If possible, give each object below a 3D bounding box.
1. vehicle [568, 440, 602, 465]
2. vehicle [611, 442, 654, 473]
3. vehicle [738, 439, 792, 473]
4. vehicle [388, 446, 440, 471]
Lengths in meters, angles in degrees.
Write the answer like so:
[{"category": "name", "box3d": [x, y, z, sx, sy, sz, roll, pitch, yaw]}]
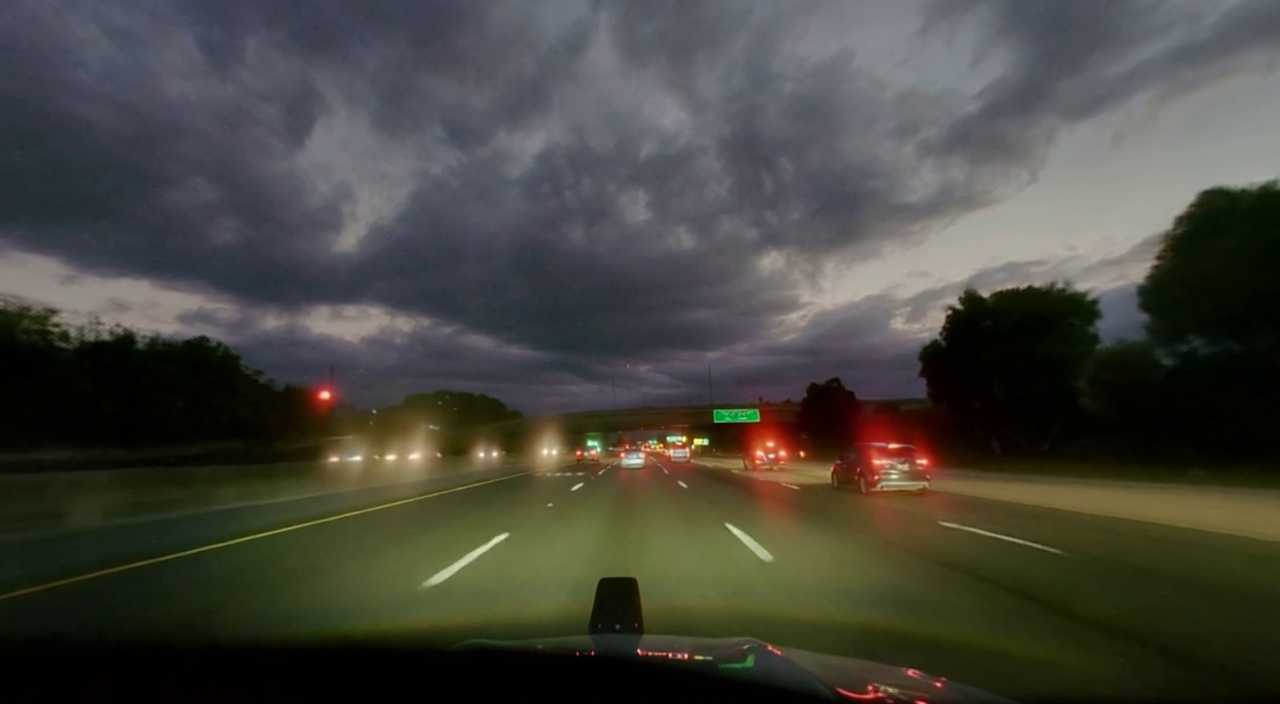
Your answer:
[{"category": "vehicle", "box3d": [-4.094, 7.578, 47.642, 2.113, 1.756, 4.471, 0, -9, 0]}, {"category": "vehicle", "box3d": [-0.393, 5.407, 32.483, 2.075, 1.486, 4.007, 0, -9, 0]}, {"category": "vehicle", "box3d": [6.408, 5.379, 32.795, 1.936, 1.625, 3.991, 0, -9, -1]}, {"category": "vehicle", "box3d": [-14.035, 6.625, 39.485, 1.811, 1.496, 3.954, 0, -9, 0]}]
